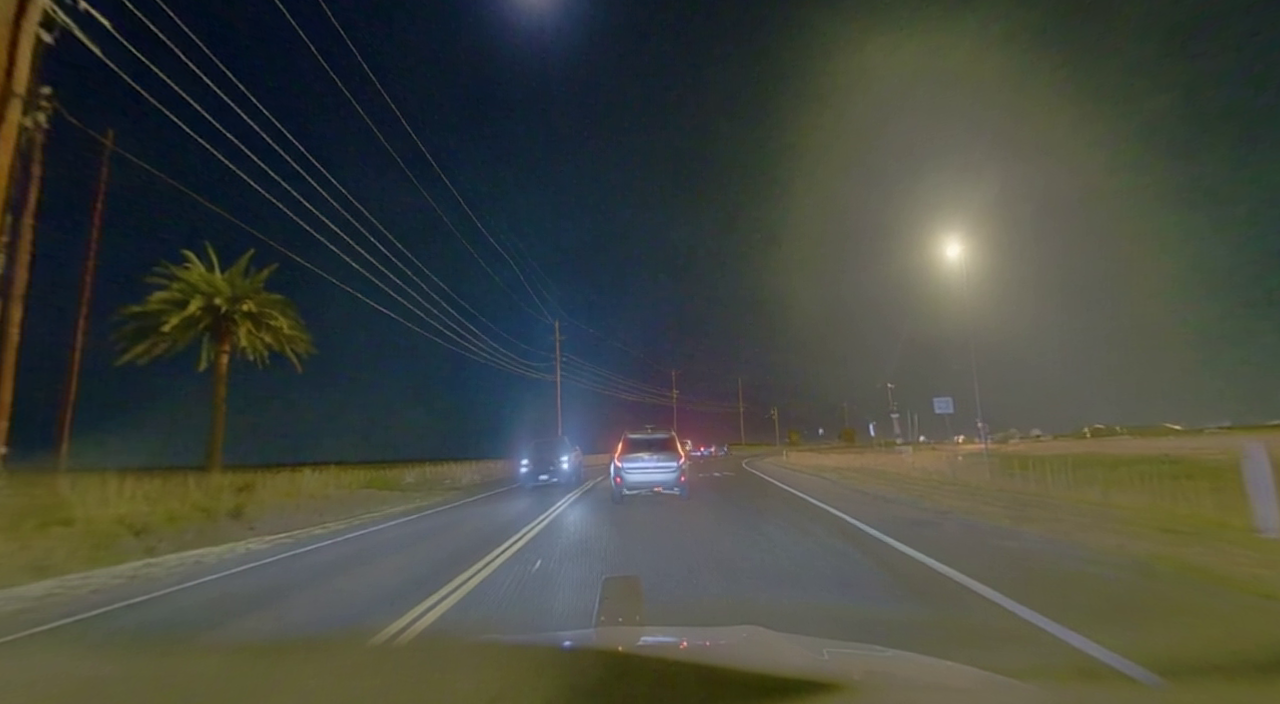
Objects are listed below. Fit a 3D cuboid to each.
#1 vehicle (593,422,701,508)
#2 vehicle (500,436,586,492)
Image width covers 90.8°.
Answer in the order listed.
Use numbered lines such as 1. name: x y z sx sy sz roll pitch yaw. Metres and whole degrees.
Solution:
1. vehicle: 0.135 2.811 16.098 2.364 1.859 4.538 0 -9 0
2. vehicle: -3.578 4.297 24.671 2.237 1.878 5.739 0 -9 2
